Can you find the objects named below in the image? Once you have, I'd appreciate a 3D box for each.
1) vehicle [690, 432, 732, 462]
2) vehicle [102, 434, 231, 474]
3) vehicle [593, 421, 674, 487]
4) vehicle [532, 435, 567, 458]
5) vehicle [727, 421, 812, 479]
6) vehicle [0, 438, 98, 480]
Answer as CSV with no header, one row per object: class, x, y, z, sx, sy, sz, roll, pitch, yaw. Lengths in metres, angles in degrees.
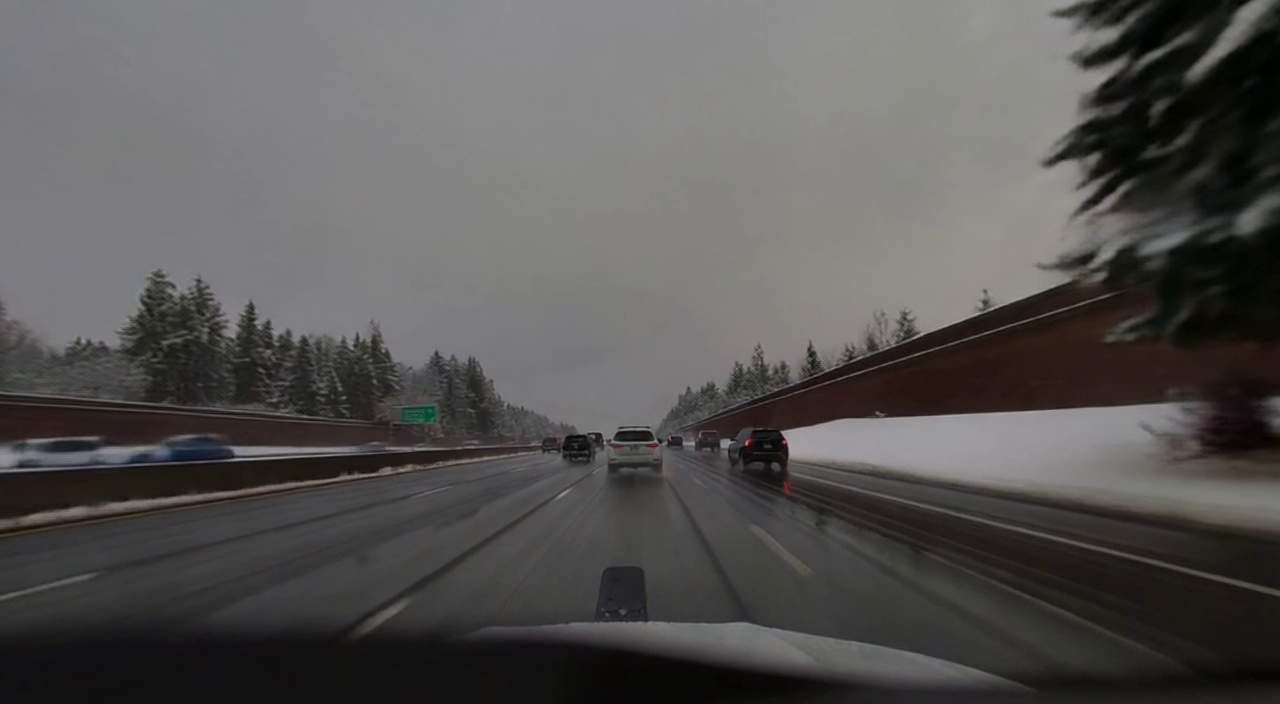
vehicle,4.133,5.605,37.311,2.001,1.651,3.916,0,-9,0
vehicle,-21.861,4.735,29.462,2.109,1.685,5.009,0,-9,1
vehicle,-0.171,3.124,19.483,2.233,1.804,4.273,0,-9,0
vehicle,-7.017,7.381,49.111,2.024,1.706,4.249,0,-9,1
vehicle,4.439,3.456,22.275,2.017,1.847,4.299,0,-9,-1
vehicle,-29.231,5.013,29.802,2.136,1.808,5.688,0,-9,0
